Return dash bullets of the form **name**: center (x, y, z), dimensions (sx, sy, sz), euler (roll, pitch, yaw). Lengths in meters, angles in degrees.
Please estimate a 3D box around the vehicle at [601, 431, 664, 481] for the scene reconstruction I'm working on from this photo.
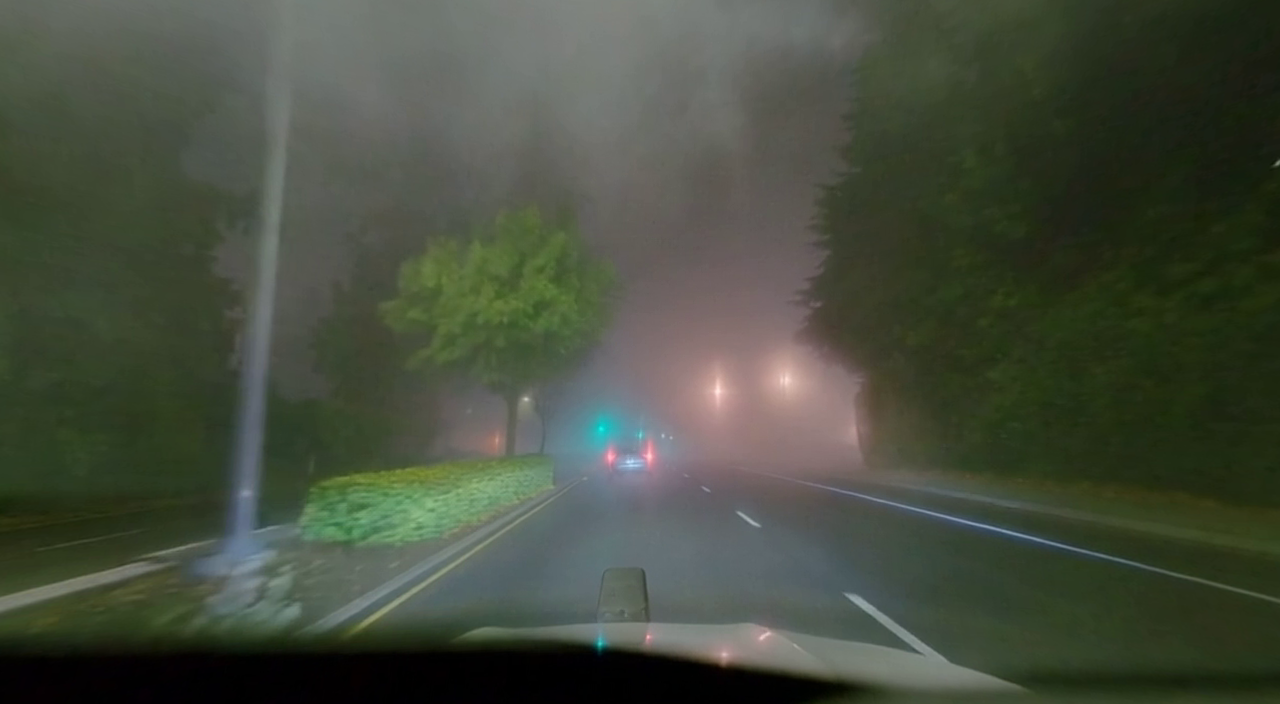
- **vehicle**: center (-0.267, 3.932, 24.043), dimensions (2.192, 1.734, 4.176), euler (0, -8, 0)
